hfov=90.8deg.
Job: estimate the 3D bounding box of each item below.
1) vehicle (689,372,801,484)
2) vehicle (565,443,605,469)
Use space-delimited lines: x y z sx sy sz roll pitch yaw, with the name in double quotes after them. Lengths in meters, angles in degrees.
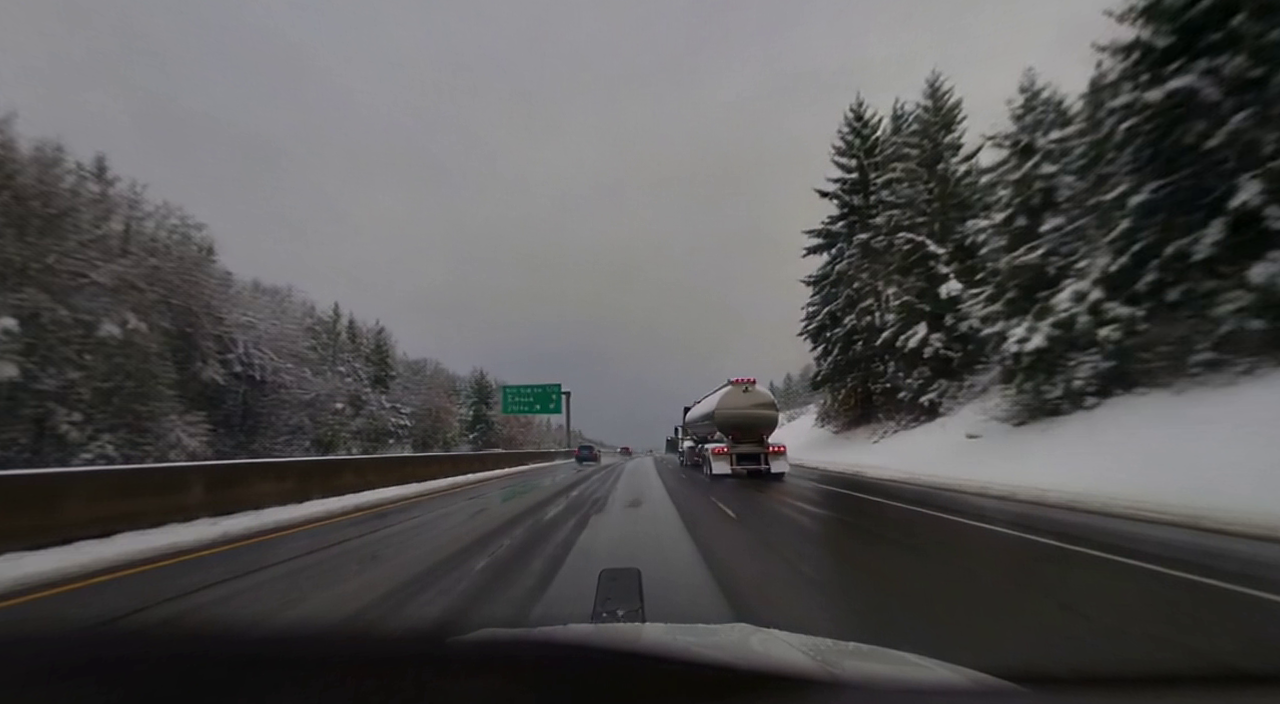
3.881 3.239 25.904 2.759 3.734 9.708 0 -9 -1 "vehicle"
-3.306 6.308 38.508 1.986 1.458 4.506 0 -9 1 "vehicle"
